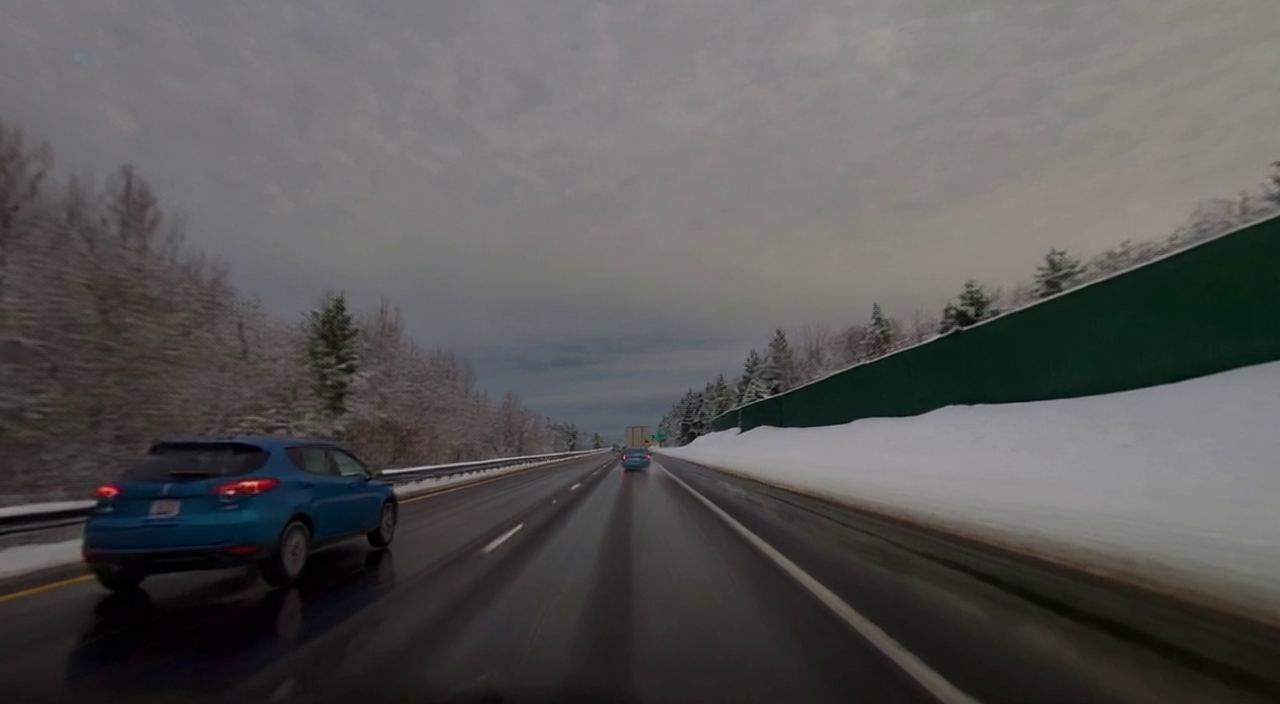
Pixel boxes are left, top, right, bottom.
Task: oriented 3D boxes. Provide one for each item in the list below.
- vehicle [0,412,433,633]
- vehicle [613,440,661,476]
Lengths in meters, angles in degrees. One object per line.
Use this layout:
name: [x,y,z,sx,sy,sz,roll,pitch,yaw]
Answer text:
vehicle: [-3.879,1.503,6.566,2.054,1.536,4.128,0,-8,0]
vehicle: [-0.165,4.793,28.703,2.057,1.516,4.065,0,-8,-1]
